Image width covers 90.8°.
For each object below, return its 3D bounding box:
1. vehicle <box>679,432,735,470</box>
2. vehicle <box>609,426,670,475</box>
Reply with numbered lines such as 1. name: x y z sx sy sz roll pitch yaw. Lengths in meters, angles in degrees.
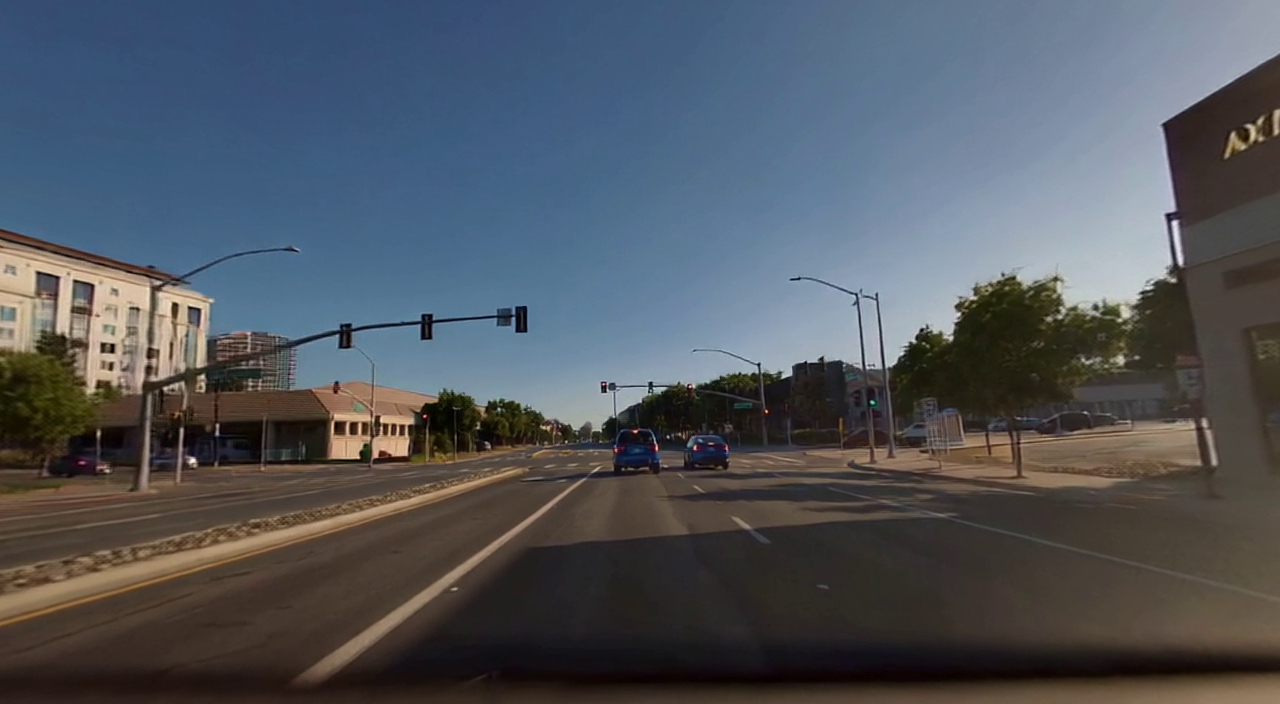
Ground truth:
1. vehicle: 3.187 4.835 30.967 2.107 1.736 4.228 0 -8 -2
2. vehicle: -0.099 4.295 27.730 2.413 1.939 4.716 0 -8 -2
